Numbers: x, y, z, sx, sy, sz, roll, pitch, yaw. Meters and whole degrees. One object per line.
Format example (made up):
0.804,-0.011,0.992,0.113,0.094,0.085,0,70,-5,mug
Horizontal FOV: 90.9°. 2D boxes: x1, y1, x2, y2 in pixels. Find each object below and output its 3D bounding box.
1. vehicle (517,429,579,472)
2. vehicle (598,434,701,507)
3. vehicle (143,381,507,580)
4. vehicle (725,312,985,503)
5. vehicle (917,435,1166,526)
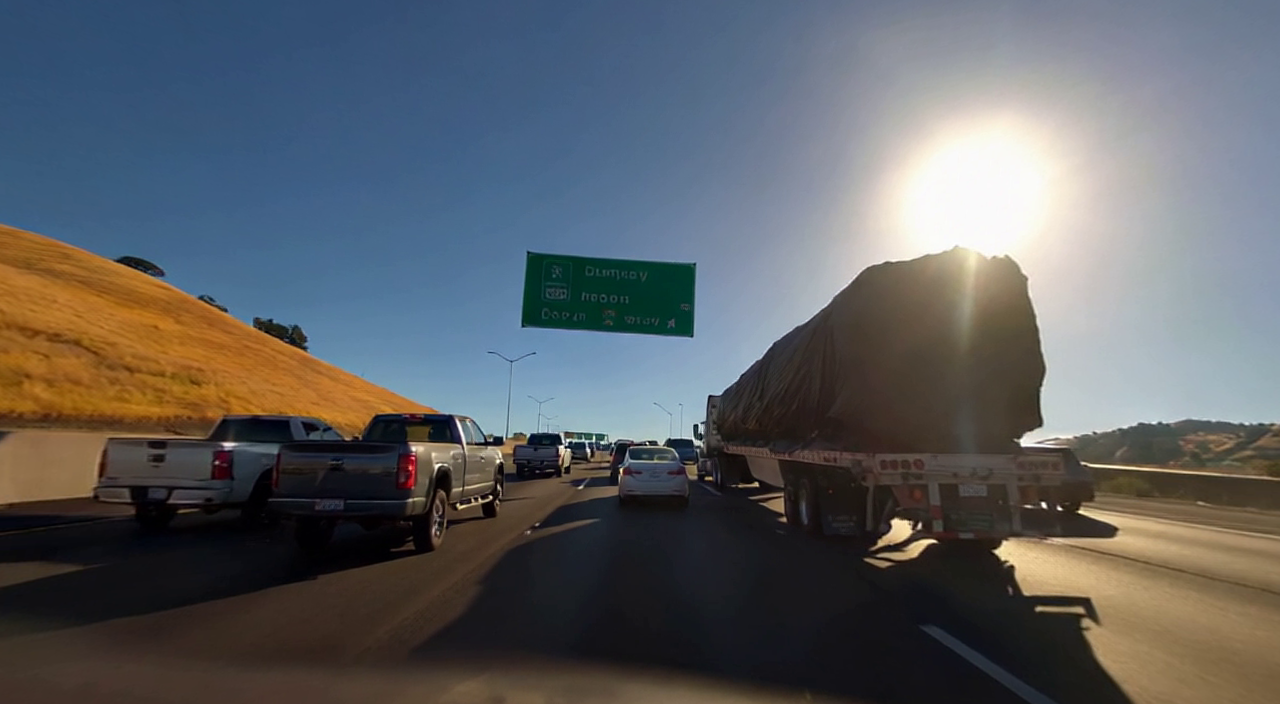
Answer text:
-4.204,4.619,29.720,2.348,1.821,5.061,0,-8,-2,vehicle
0.127,2.703,14.850,2.105,1.471,3.978,0,-8,-2,vehicle
-3.591,1.615,8.807,2.318,1.902,5.374,0,-8,0,vehicle
3.388,1.128,11.607,2.790,2.718,5.253,0,-8,-1,vehicle
7.610,2.434,12.611,2.092,1.495,4.194,0,-8,-2,vehicle
